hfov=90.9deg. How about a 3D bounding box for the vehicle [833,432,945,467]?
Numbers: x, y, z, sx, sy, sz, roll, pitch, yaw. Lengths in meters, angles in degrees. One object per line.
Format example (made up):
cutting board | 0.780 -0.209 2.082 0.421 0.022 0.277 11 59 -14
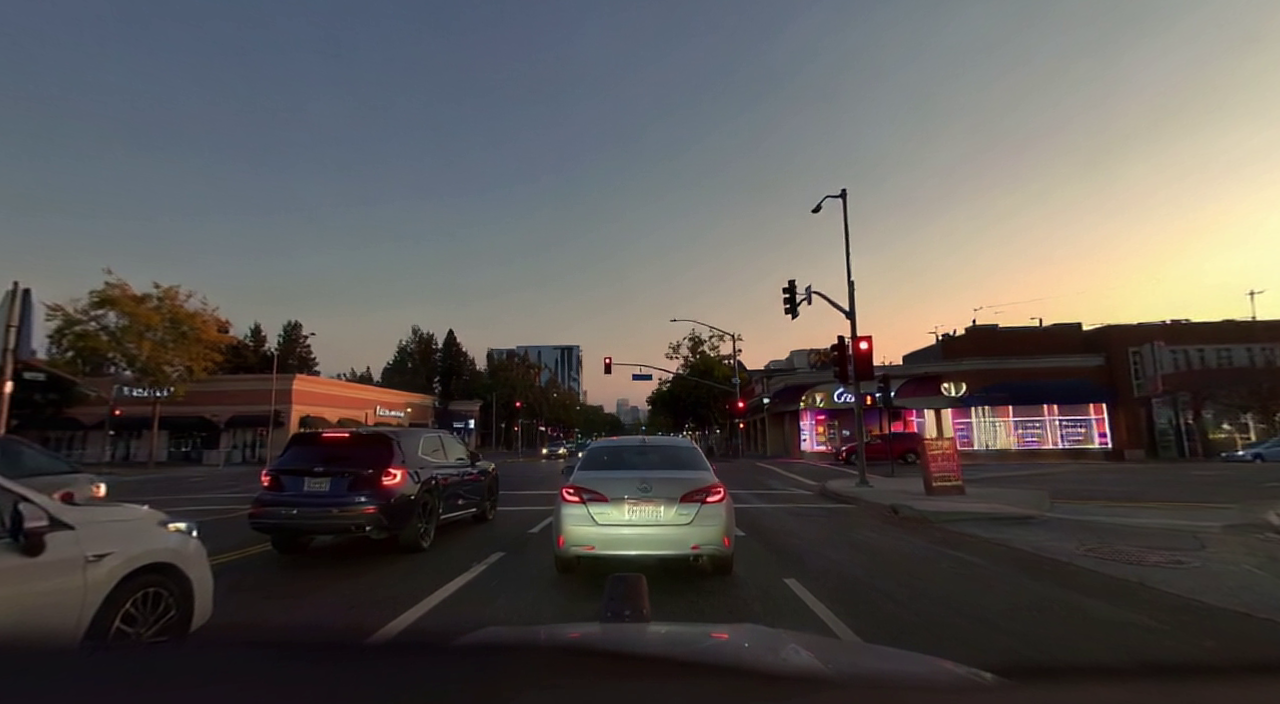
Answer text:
vehicle | 12.950 5.096 33.016 5.032 1.762 1.982 0 -8 0

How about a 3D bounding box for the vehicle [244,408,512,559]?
vehicle | -3.450 1.821 9.408 2.009 1.704 4.230 0 -8 3

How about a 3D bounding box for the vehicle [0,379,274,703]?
vehicle | -3.334 0.783 1.707 2.029 1.517 4.375 0 -8 0

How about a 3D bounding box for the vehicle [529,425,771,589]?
vehicle | 0.177 1.731 7.894 2.258 1.507 3.896 -1 -8 3
